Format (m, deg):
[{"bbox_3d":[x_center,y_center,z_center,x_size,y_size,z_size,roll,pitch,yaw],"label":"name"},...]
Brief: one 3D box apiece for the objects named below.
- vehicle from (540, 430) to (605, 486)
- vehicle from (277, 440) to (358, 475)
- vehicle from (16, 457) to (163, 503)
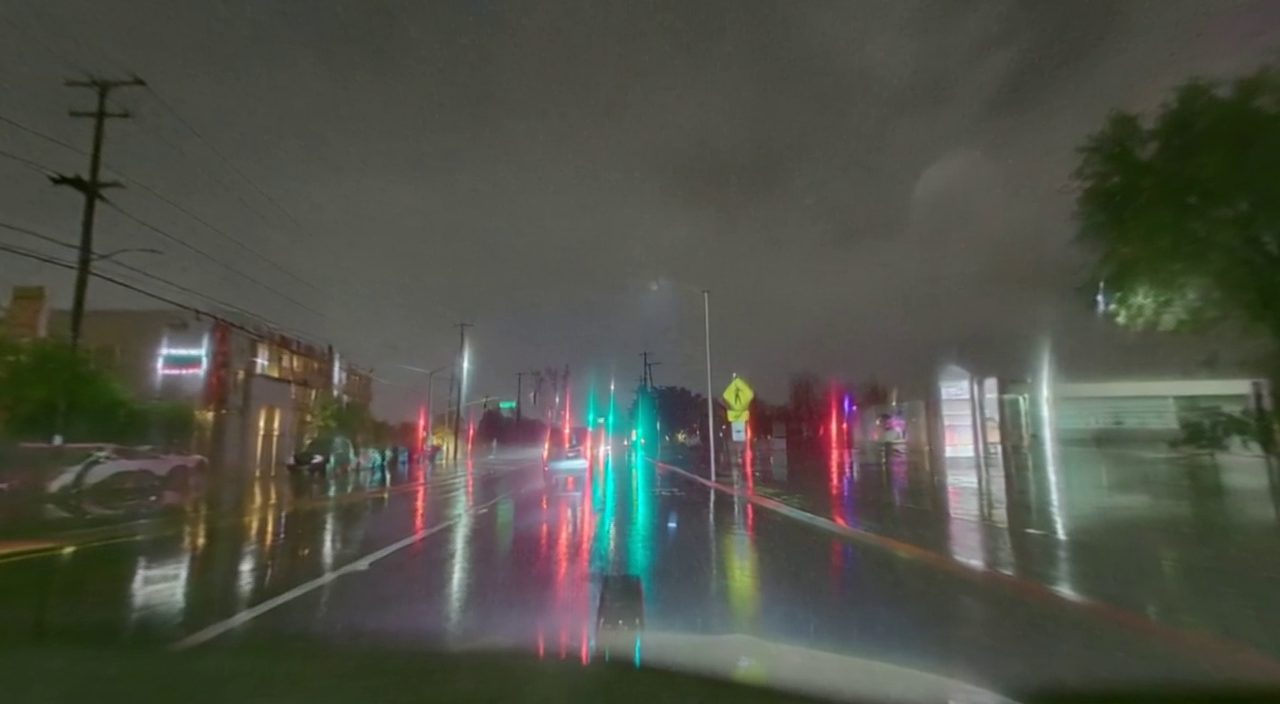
[{"bbox_3d":[-2.290,3.710,22.389,2.022,1.757,4.041,0,-8,-3],"label":"vehicle"},{"bbox_3d":[-21.590,7.062,42.664,2.369,2.159,6.388,0,-8,-3],"label":"vehicle"},{"bbox_3d":[-20.514,4.751,23.840,1.786,1.439,4.312,0,-8,-3],"label":"vehicle"}]
